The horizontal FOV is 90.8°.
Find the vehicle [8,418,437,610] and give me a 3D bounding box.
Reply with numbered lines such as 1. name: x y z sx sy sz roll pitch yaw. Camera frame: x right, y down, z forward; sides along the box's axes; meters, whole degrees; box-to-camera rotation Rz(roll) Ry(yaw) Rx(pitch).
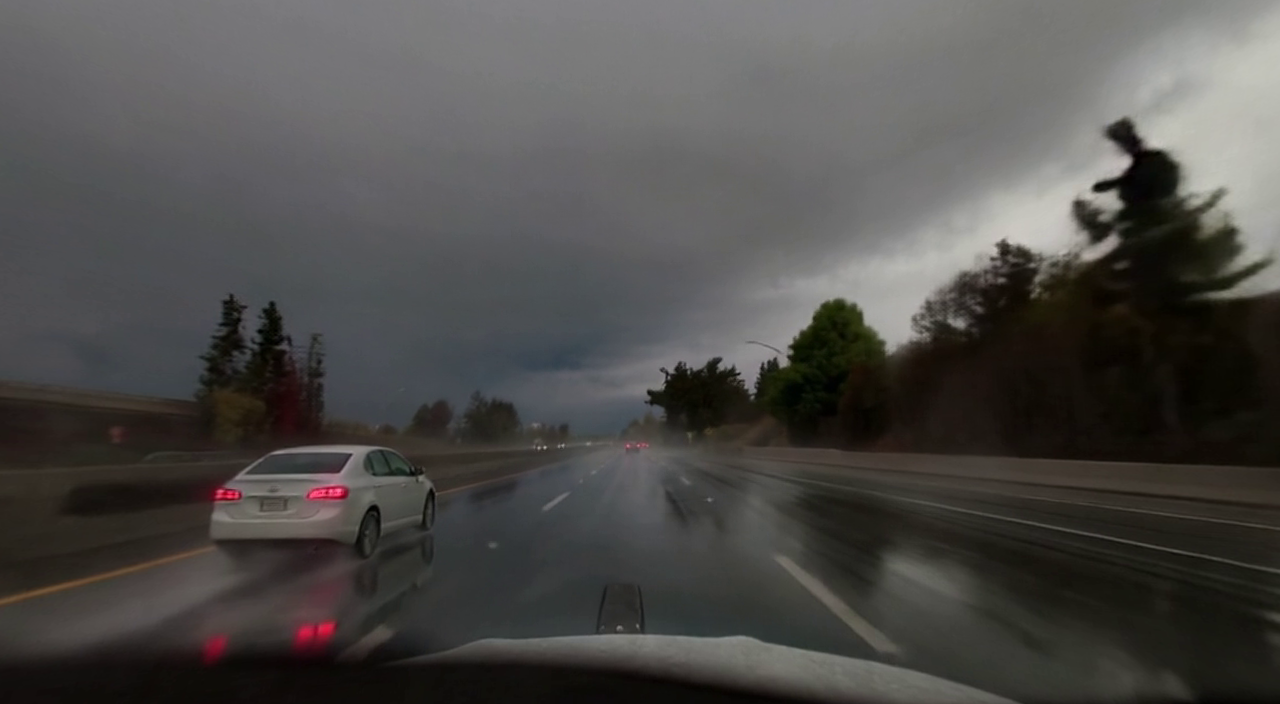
1. vehicle: -4.109 1.642 7.357 2.050 1.547 4.266 0 -8 0
